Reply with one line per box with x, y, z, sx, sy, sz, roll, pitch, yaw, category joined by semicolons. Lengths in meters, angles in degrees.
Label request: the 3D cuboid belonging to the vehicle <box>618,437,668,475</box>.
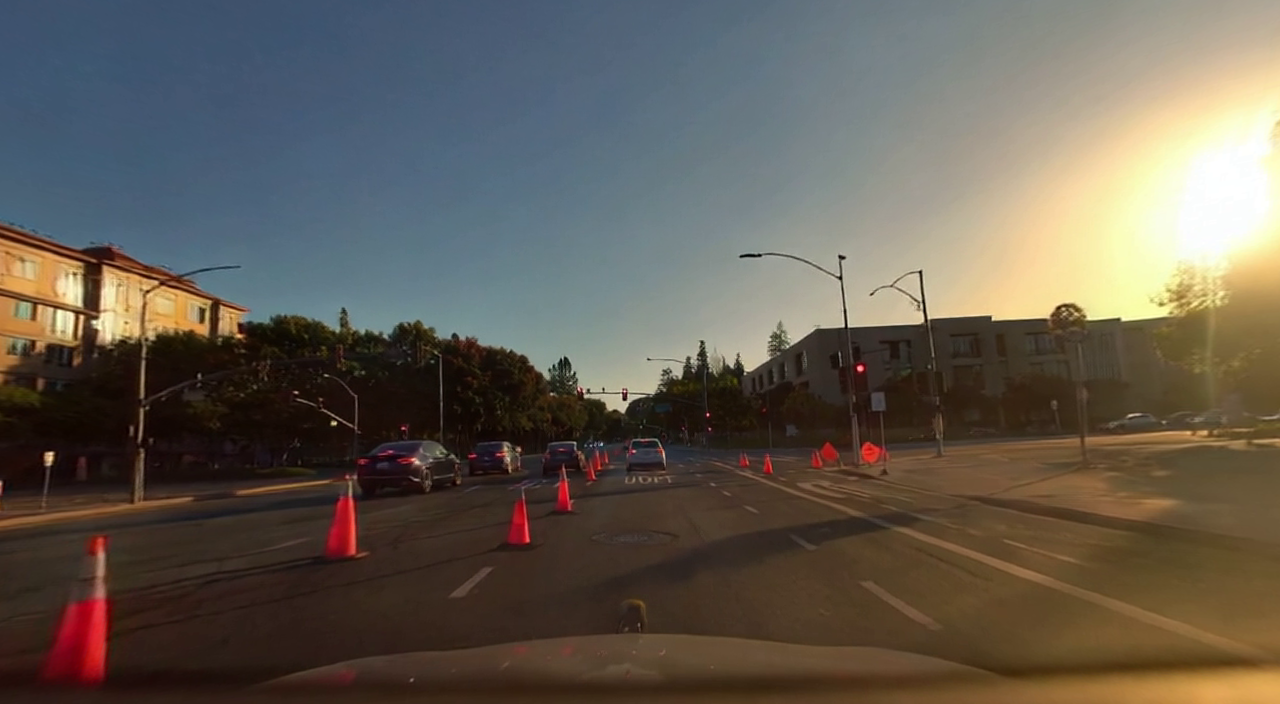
0.142;4.453;27.255;1.985;1.521;3.968;0;-8;1;vehicle

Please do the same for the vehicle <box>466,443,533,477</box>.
-6.467;4.996;29.549;2.074;1.447;4.224;0;-8;2;vehicle

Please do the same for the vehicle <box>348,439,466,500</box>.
-6.704;3.408;18.706;1.869;1.570;4.064;0;-8;1;vehicle

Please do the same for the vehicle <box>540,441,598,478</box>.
-2.923;4.540;26.918;1.946;1.437;4.154;0;-8;1;vehicle
